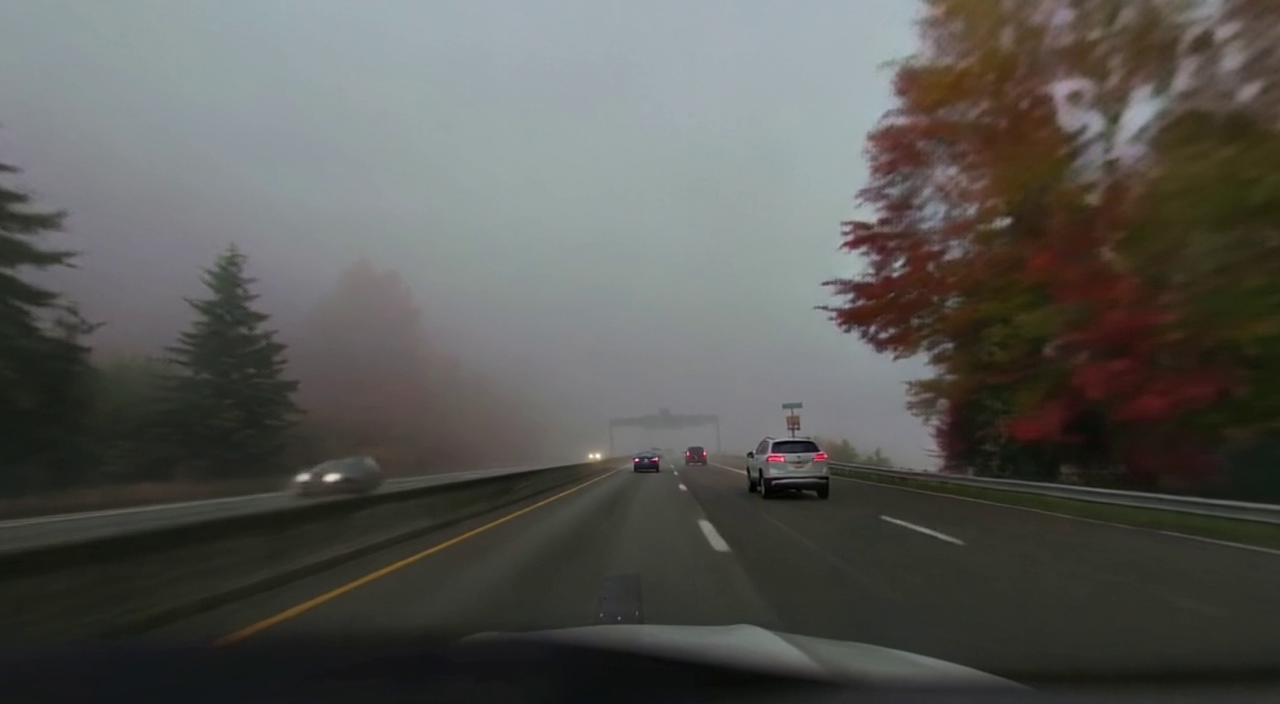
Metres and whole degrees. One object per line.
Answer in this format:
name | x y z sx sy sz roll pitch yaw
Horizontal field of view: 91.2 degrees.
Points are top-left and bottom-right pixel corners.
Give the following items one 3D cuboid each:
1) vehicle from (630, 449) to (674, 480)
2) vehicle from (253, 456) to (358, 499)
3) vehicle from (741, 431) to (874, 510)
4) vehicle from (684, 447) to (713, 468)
vehicle | 0.617 5.535 31.201 2.037 1.418 3.793 -1 -9 1
vehicle | -13.671 5.128 25.977 1.886 1.531 4.272 -1 -9 2
vehicle | 4.071 2.970 16.122 2.250 1.718 4.358 0 -9 1
vehicle | 4.536 8.293 49.318 1.959 1.528 4.207 -1 -9 1
